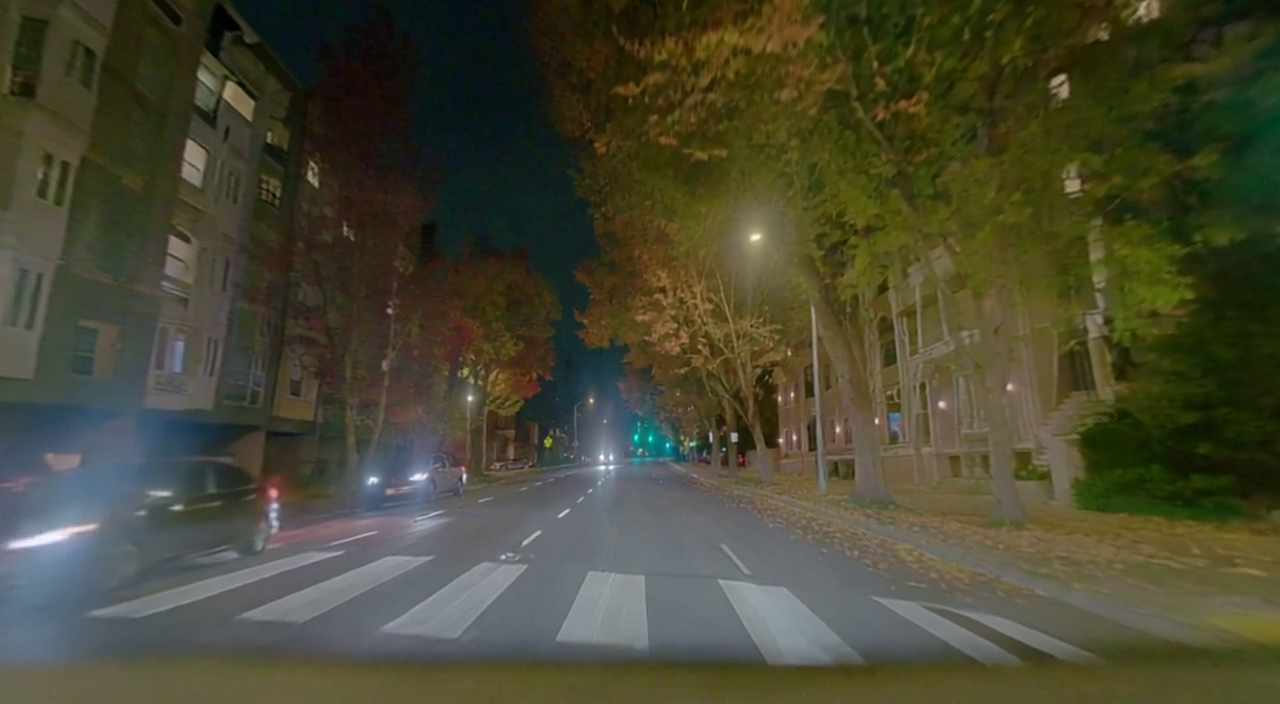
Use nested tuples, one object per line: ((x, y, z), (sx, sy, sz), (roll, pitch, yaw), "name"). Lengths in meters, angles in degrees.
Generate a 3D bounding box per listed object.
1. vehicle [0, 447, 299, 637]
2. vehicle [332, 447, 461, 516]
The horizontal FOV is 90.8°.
((-6.371, 1.910, 7.466), (2.235, 1.530, 4.471), (0, -9, -1), "vehicle")
((-7.402, 3.931, 19.950), (2.129, 1.730, 5.544), (0, -8, -3), "vehicle")
